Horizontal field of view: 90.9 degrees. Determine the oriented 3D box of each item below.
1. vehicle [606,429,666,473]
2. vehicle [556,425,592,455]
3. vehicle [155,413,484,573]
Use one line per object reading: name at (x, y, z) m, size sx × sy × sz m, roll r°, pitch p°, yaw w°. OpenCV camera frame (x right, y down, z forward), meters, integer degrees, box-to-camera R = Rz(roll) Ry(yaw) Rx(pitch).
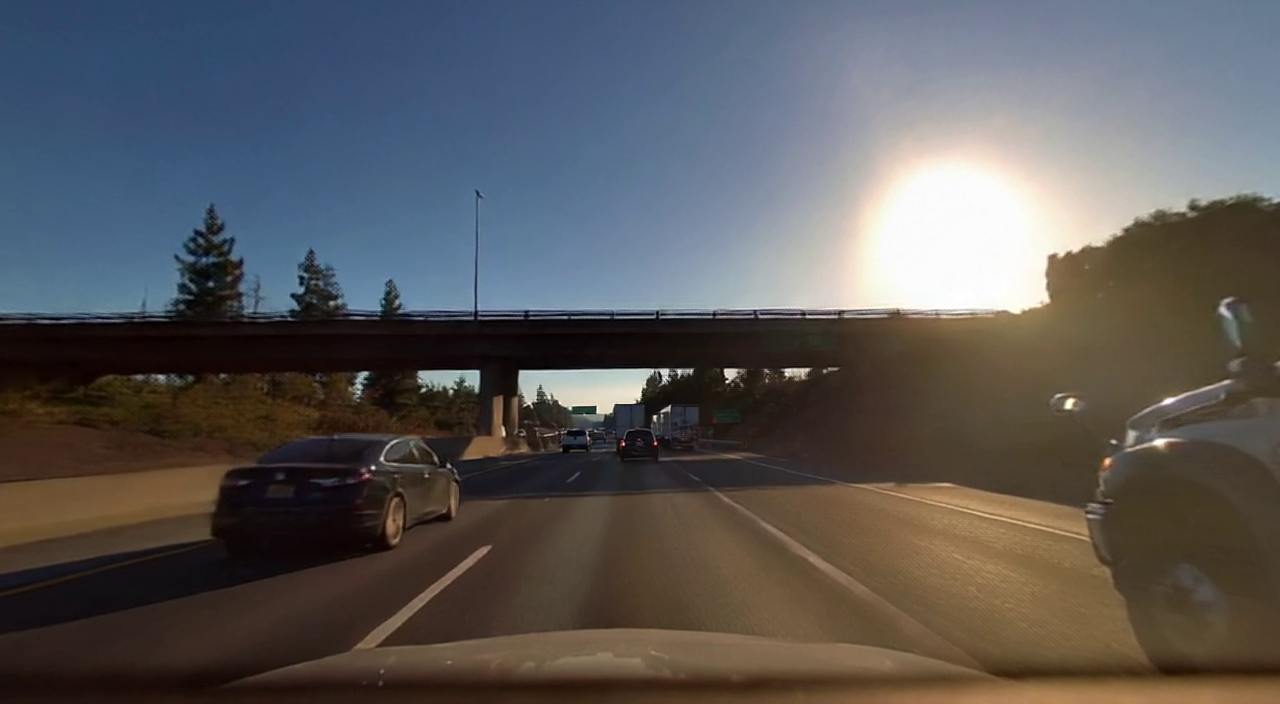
vehicle at (-0.174, 3.677, 23.678) m, size 2.059 × 1.522 × 3.693 m, roll 0°, pitch -8°, yaw -1°
vehicle at (-4.557, 6.181, 44.350) m, size 2.013 × 1.961 × 4.692 m, roll 0°, pitch -8°, yaw 0°
vehicle at (-3.698, 1.692, 8.527) m, size 1.979 × 1.527 × 4.754 m, roll 0°, pitch -8°, yaw -1°
